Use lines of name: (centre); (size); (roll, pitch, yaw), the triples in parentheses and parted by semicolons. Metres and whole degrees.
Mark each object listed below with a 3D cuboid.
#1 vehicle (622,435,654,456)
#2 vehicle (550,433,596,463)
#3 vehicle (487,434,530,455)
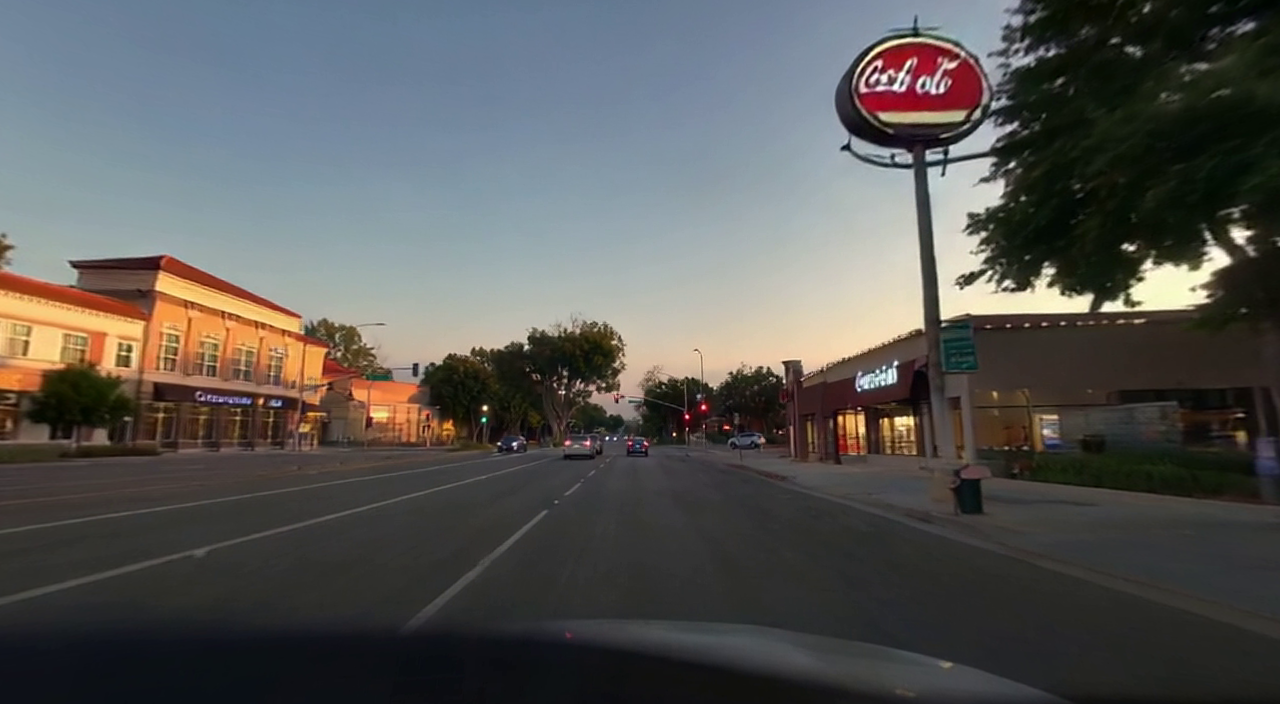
vehicle: (-0.130, 6.945, 47.057); (2.258, 1.507, 3.896); (0, -7, 2)
vehicle: (-3.573, 5.251, 34.559); (2.029, 1.517, 4.375); (0, -8, 0)
vehicle: (-9.965, 7.066, 48.111); (2.096, 1.474, 4.585); (0, -8, 3)
